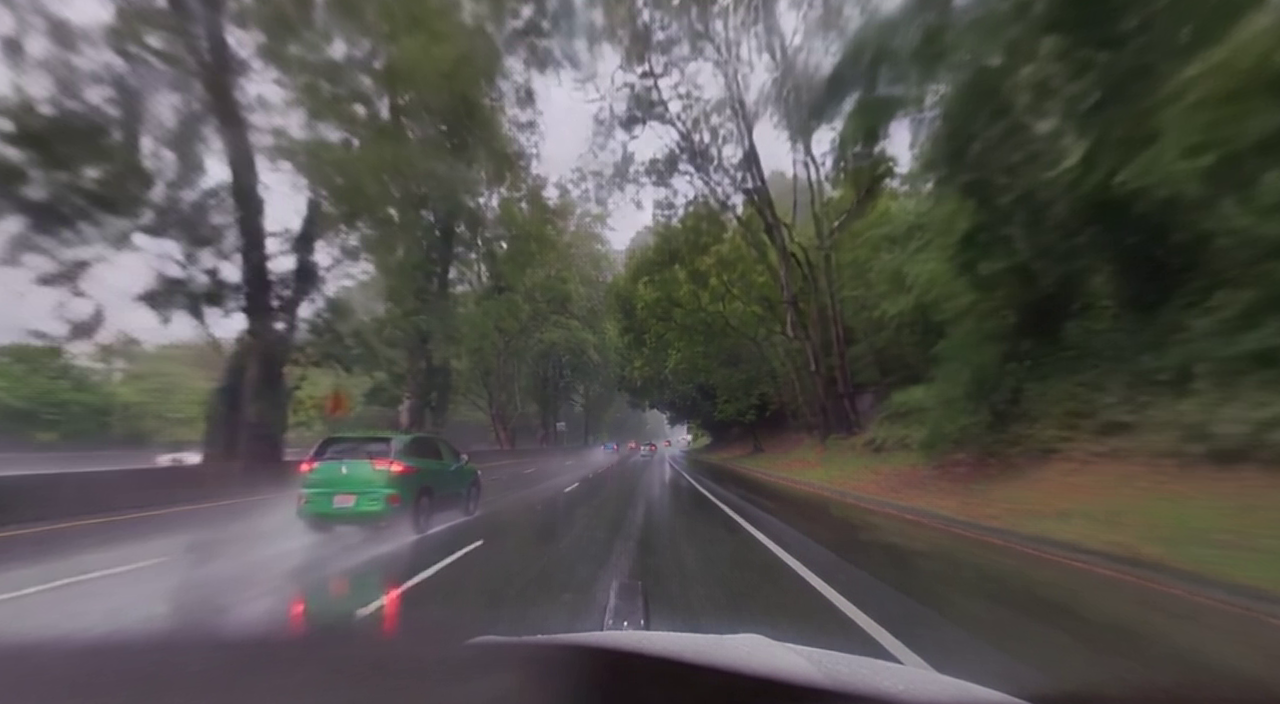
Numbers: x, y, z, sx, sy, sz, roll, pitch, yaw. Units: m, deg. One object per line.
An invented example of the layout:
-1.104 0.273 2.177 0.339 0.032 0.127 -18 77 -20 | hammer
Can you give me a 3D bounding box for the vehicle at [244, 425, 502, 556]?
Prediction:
-3.655 1.948 9.646 1.993 1.538 4.192 0 -8 2 | vehicle
